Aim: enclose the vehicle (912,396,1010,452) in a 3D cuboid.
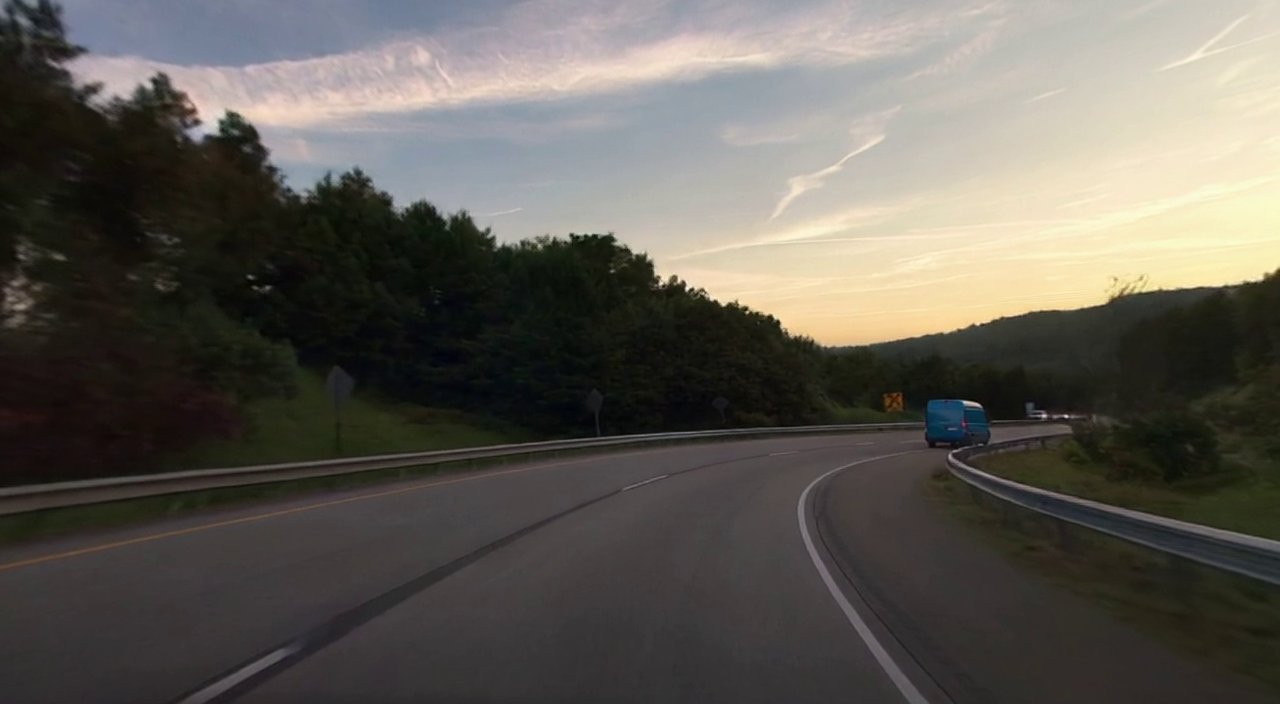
[{"bbox_3d":[16.166,3.654,31.618,5.330,2.577,2.352,6,-10,-39],"label":"vehicle"}]
